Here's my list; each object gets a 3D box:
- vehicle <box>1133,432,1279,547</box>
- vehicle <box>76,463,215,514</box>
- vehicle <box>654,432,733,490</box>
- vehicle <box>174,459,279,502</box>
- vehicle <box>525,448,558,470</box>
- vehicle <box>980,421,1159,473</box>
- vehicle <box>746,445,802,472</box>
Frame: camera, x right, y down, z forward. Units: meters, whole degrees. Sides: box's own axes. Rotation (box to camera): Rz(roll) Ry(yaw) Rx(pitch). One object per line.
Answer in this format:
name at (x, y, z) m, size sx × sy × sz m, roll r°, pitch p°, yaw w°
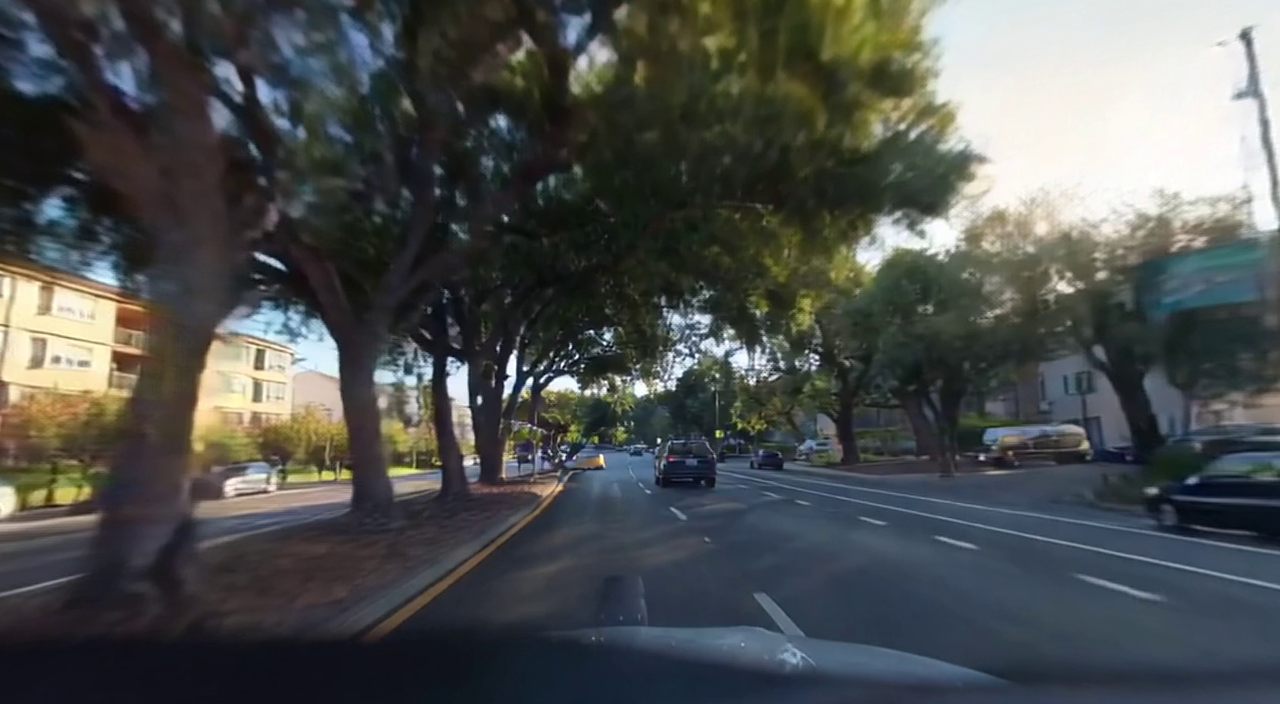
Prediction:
vehicle at (9.278, 1.807, 8.331) m, size 1.858 × 1.489 × 4.556 m, roll 0°, pitch -8°, yaw 0°
vehicle at (-18.729, 5.147, 24.259) m, size 1.999 × 1.462 × 4.516 m, roll -1°, pitch -8°, yaw -5°
vehicle at (1.721, 3.707, 21.871) m, size 2.085 × 1.763 × 4.490 m, roll 0°, pitch -9°, yaw -3°
vehicle at (-18.932, 5.868, 29.225) m, size 1.937 × 1.612 × 4.515 m, roll -1°, pitch -7°, yaw -2°
vehicle at (-7.142, 7.766, 46.172) m, size 1.958 × 1.501 × 4.294 m, roll 0°, pitch -9°, yaw -2°
vehicle at (15.777, 3.545, 23.535) m, size 5.007 × 1.793 × 2.031 m, roll -2°, pitch -9°, yaw 11°
vehicle at (7.720, 6.167, 36.795) m, size 1.996 × 1.474 × 4.771 m, roll 0°, pitch -9°, yaw -3°
